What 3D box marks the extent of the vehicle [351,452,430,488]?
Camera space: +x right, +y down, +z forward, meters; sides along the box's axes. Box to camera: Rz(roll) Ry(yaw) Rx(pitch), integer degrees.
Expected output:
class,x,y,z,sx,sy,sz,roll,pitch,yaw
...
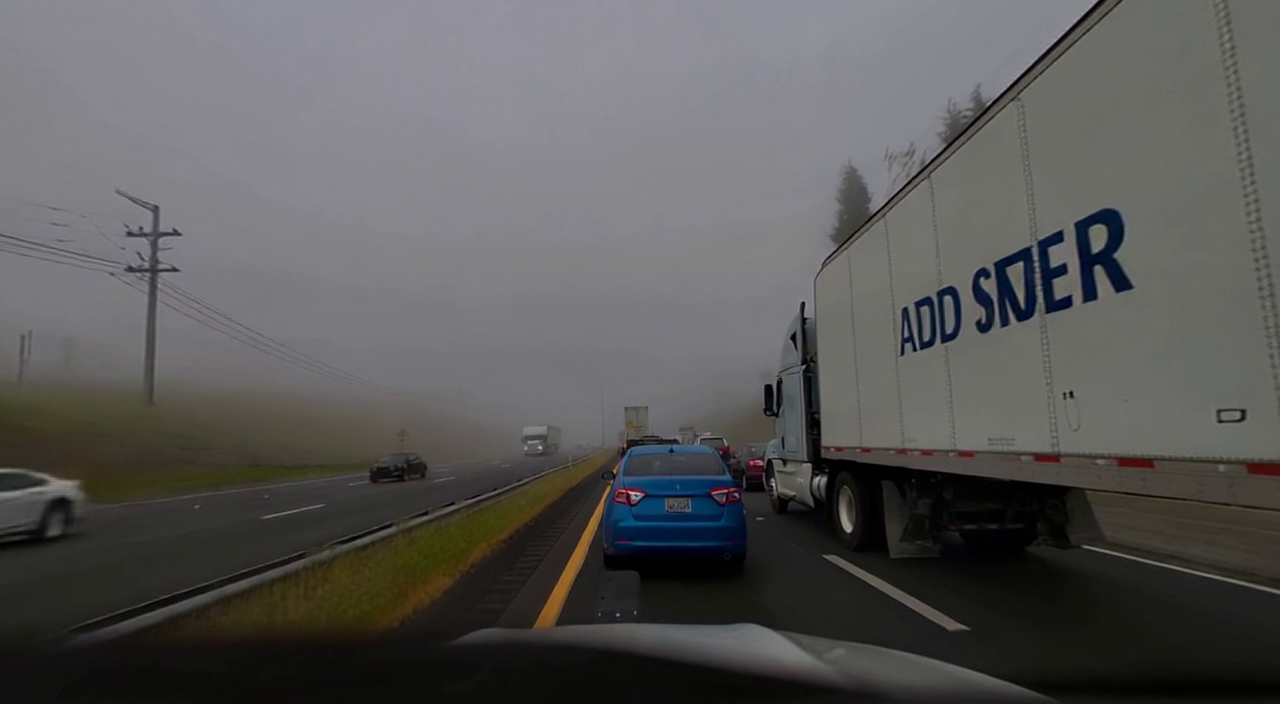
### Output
class,x,y,z,sx,sy,sz,roll,pitch,yaw
vehicle,-11.880,5.615,30.363,1.914,1.478,4.597,-1,-8,0

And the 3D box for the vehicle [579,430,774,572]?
class,x,y,z,sx,sy,sz,roll,pitch,yaw
vehicle,0.324,1.821,8.452,2.045,1.446,3.597,0,-8,-2

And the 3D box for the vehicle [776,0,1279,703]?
class,x,y,z,sx,sy,sz,roll,pitch,yaw
vehicle,4.114,-0.162,3.595,3.138,4.065,14.276,0,-8,-1
